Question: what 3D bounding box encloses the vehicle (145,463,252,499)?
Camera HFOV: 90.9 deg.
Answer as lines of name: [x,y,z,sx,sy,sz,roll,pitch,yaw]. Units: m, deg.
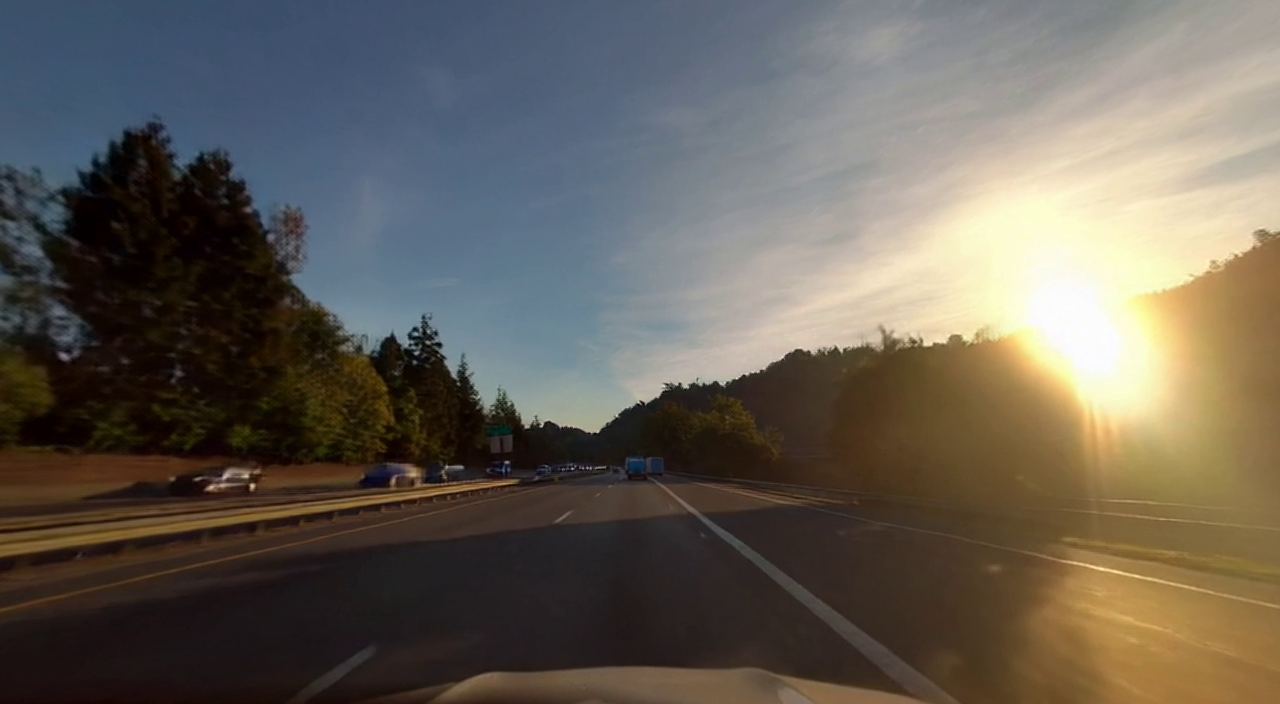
vehicle: [-20.396,5.960,29.359,1.912,1.481,4.203,1,-10,0]
